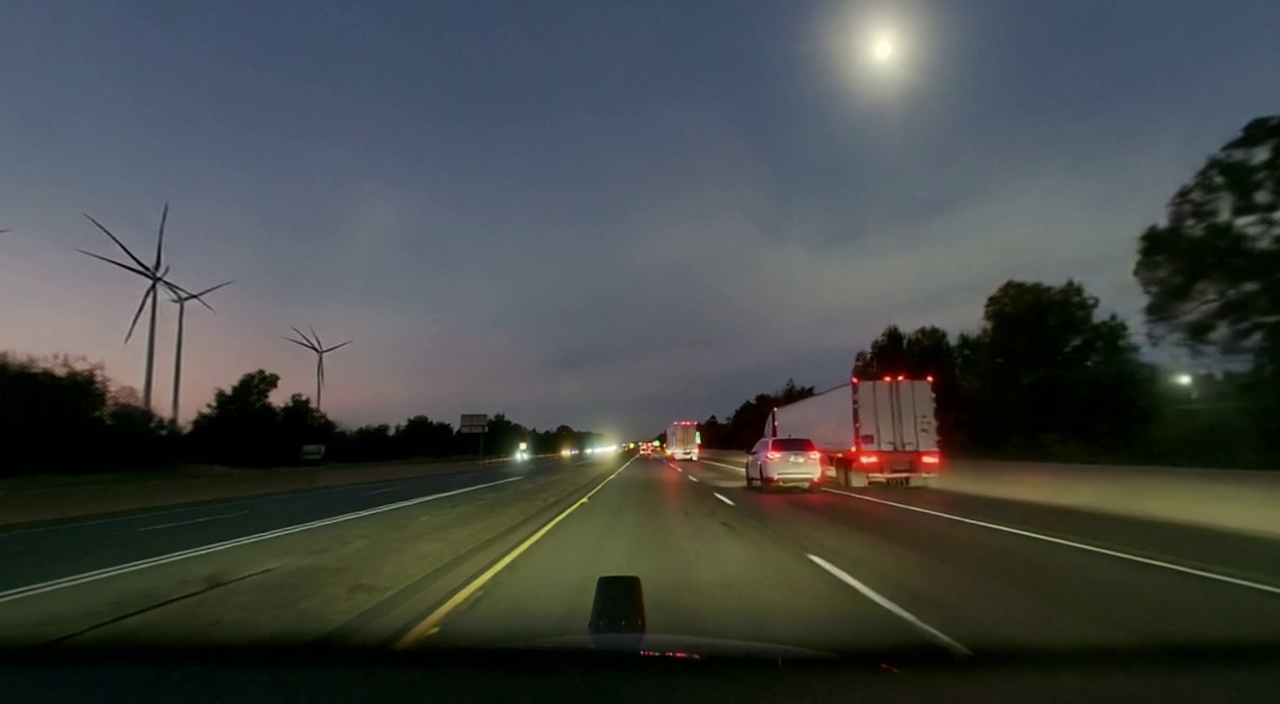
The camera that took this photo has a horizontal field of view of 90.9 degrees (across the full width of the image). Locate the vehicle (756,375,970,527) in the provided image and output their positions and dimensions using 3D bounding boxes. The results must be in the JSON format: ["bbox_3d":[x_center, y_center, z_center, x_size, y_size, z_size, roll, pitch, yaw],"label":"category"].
[{"bbox_3d":[4.430,2.166,13.893,2.609,2.648,5.397,0,-9,-1],"label":"vehicle"}]
